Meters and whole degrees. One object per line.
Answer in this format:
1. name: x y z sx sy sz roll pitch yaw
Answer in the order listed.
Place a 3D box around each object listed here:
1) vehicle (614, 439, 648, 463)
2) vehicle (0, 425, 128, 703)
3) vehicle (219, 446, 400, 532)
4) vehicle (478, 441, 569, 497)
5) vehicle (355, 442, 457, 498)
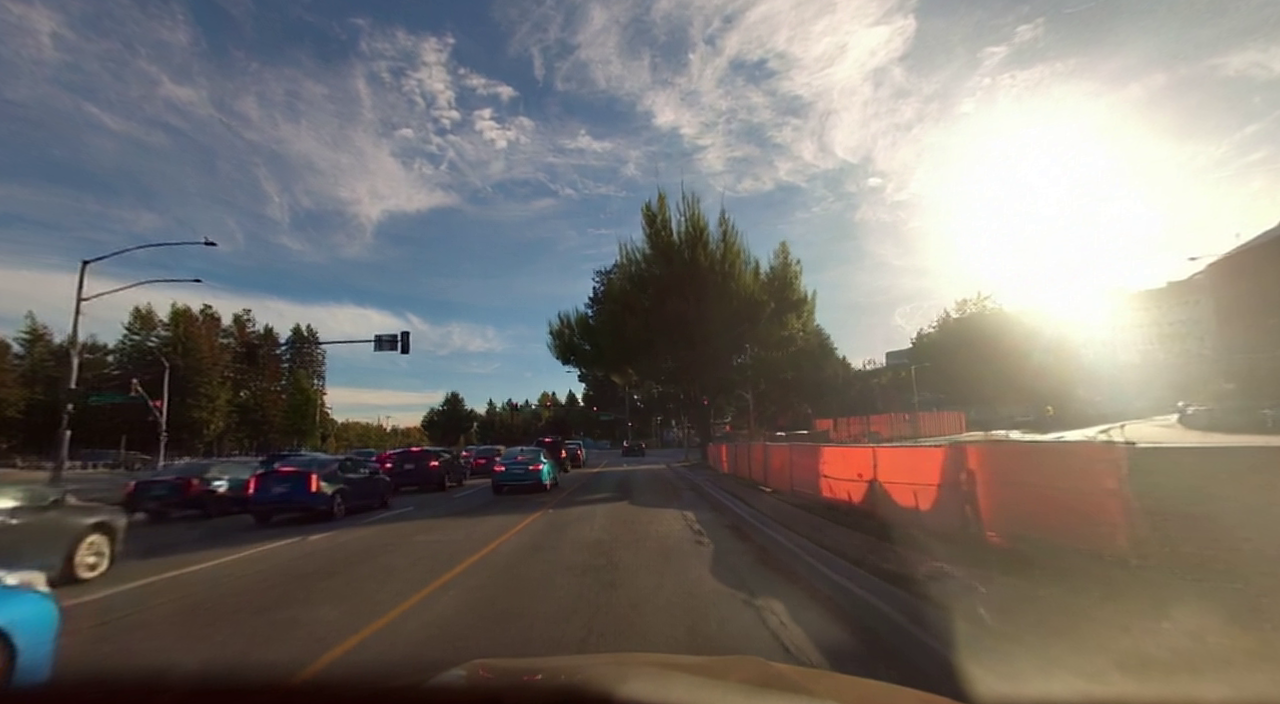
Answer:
1. vehicle: -0.602 6.636 42.385 2.183 1.506 4.286 0 -9 0
2. vehicle: -3.795 0.849 1.059 2.026 1.497 4.577 -2 -9 0
3. vehicle: -7.181 2.957 14.328 1.900 1.507 4.285 -3 -9 -1
4. vehicle: -3.425 3.521 19.415 2.042 1.441 4.172 -1 -9 0
5. vehicle: -8.138 4.103 22.471 1.949 1.697 4.406 -2 -9 0
